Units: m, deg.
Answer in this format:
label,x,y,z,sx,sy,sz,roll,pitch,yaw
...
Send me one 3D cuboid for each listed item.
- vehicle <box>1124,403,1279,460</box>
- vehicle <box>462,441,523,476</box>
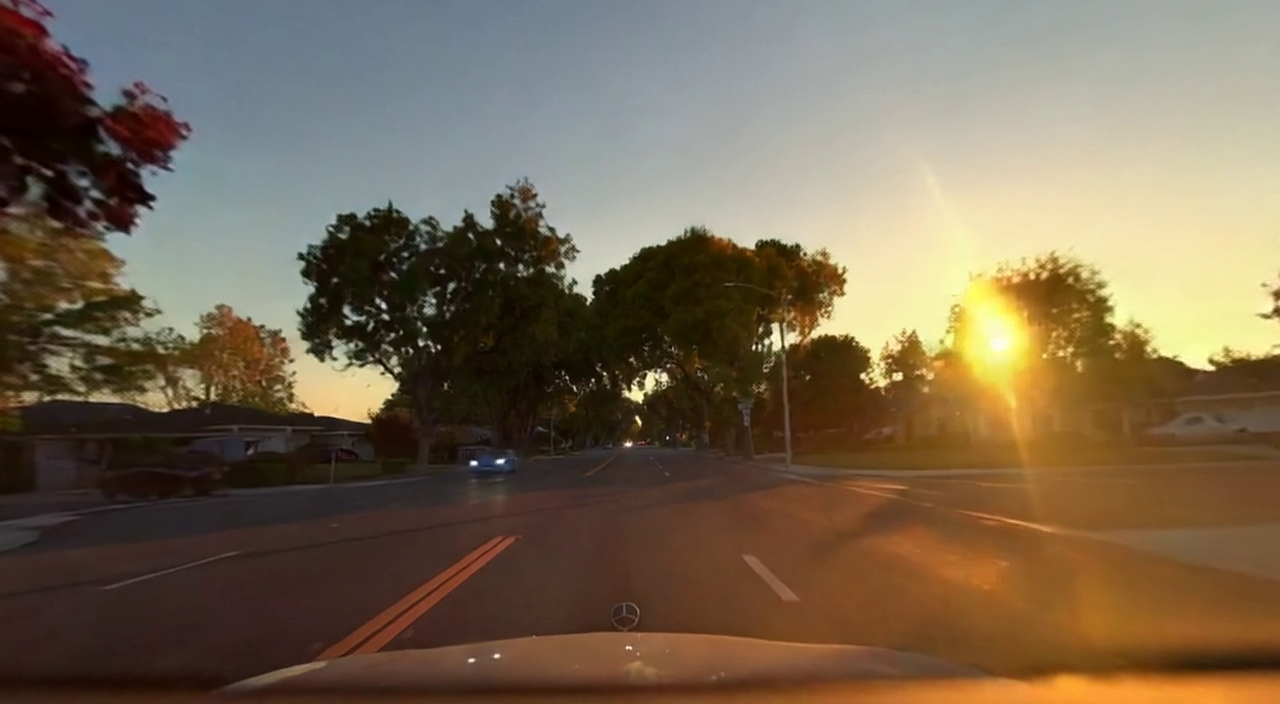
label,x,y,z,sx,sy,sz,roll,pitch,yaw
vehicle,28.547,4.074,32.182,5.564,2.741,2.347,-1,-8,4
vehicle,-7.517,5.459,32.668,2.130,1.635,4.505,0,-8,-1
